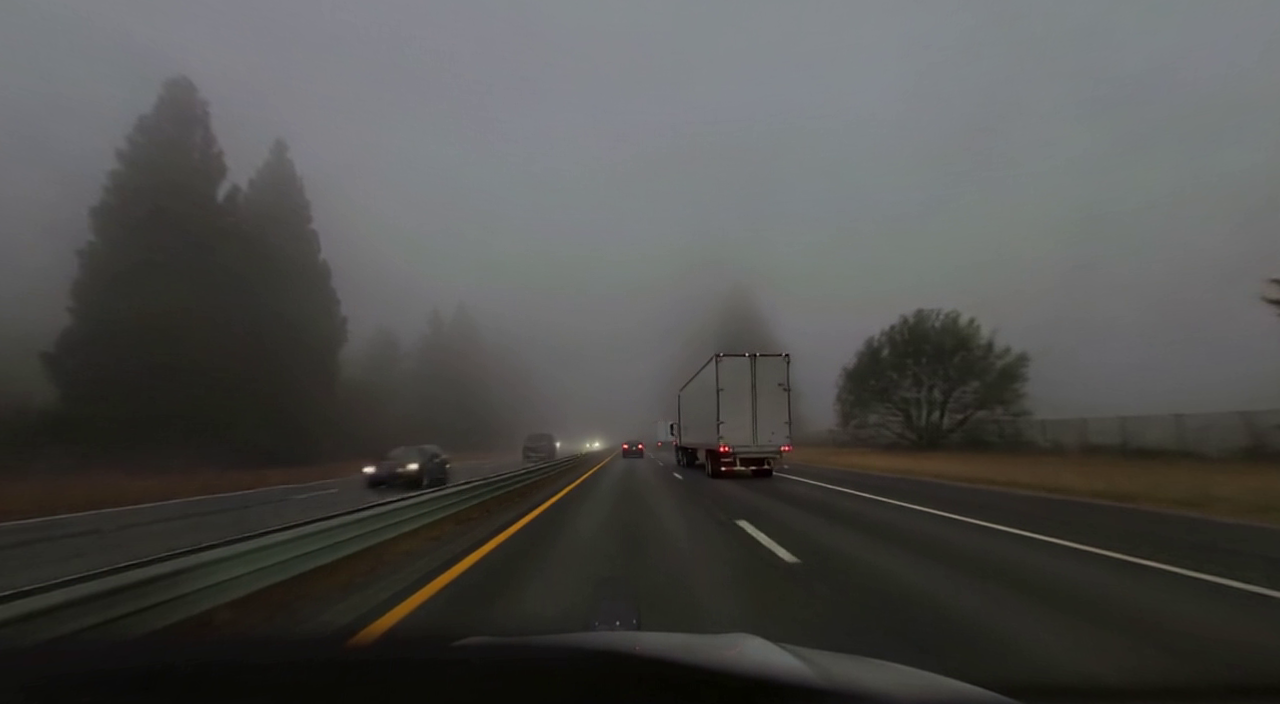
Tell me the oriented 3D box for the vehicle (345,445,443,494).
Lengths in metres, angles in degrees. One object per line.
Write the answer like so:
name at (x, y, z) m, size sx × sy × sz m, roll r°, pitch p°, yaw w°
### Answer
vehicle at (-8.484, 4.048, 22.073) m, size 1.857 × 1.509 × 4.010 m, roll 0°, pitch -8°, yaw 0°

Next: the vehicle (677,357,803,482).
vehicle at (3.618, 3.074, 27.190) m, size 2.919 × 4.004 × 13.911 m, roll 0°, pitch -8°, yaw -1°

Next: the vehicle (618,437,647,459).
vehicle at (-0.603, 7.499, 49.489) m, size 2.192 × 1.623 × 4.887 m, roll 0°, pitch -8°, yaw -1°
